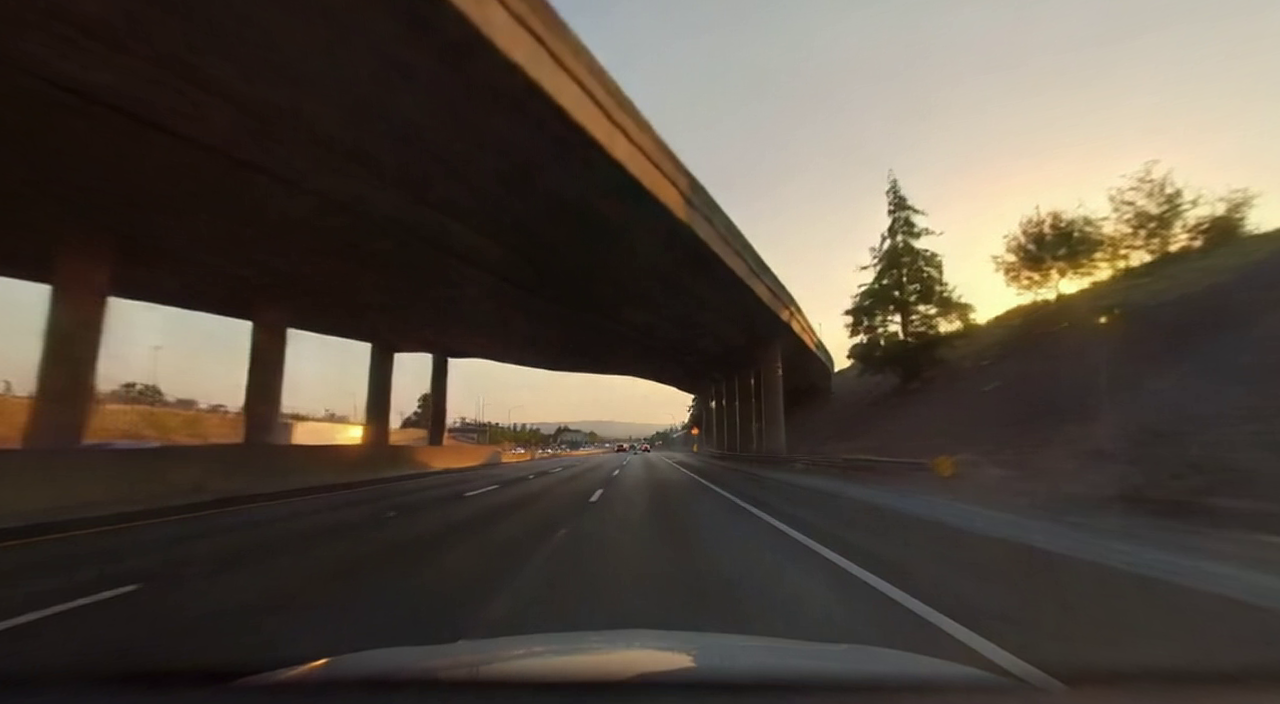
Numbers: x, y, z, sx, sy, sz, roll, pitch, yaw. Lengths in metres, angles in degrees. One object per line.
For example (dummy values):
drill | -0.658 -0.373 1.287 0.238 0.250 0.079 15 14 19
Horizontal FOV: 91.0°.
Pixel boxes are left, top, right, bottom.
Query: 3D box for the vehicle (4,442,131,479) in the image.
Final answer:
vehicle | -28.071 5.312 31.126 2.006 1.696 4.513 0 -9 0
